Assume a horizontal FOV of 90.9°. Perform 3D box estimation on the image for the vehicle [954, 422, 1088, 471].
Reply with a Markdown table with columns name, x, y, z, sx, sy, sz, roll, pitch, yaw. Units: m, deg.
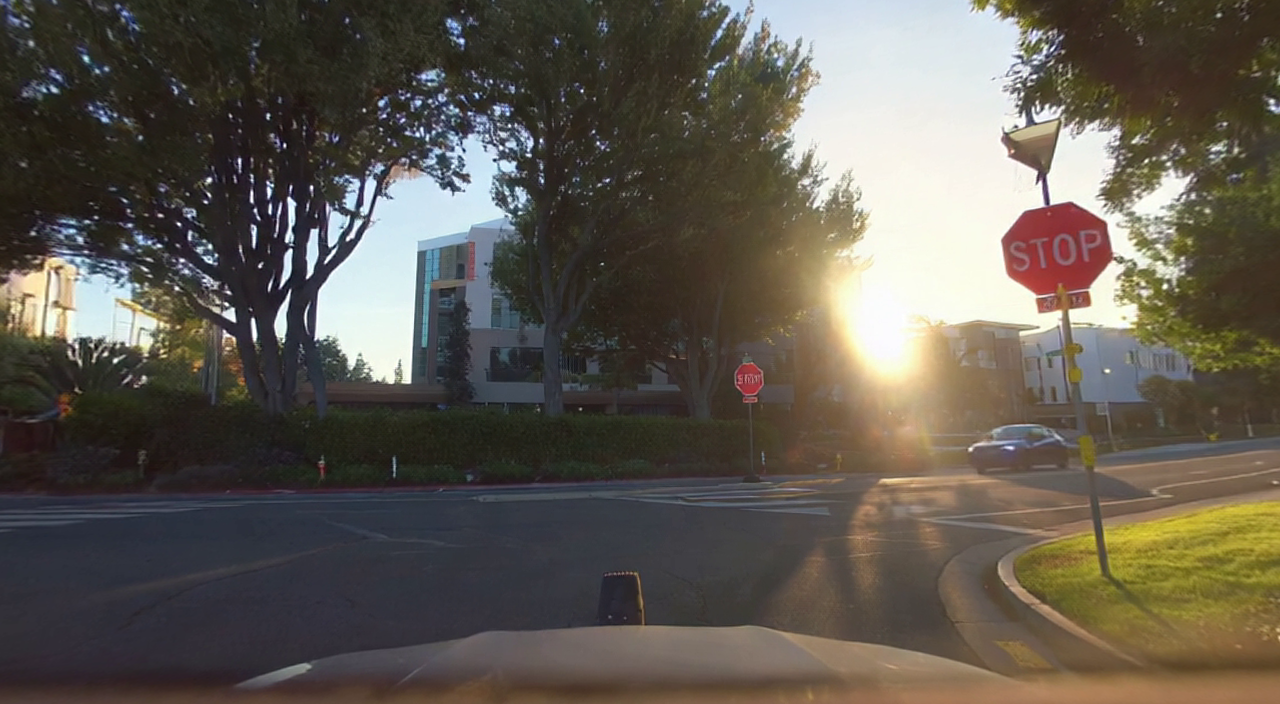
| name | x | y | z | sx | sy | sz | roll | pitch | yaw |
| --- | --- | --- | --- | --- | --- | --- | --- | --- | --- |
| vehicle | 12.953 | 3.201 | 21.371 | 4.473 | 1.474 | 2.108 | 6 | -10 | -34 |
